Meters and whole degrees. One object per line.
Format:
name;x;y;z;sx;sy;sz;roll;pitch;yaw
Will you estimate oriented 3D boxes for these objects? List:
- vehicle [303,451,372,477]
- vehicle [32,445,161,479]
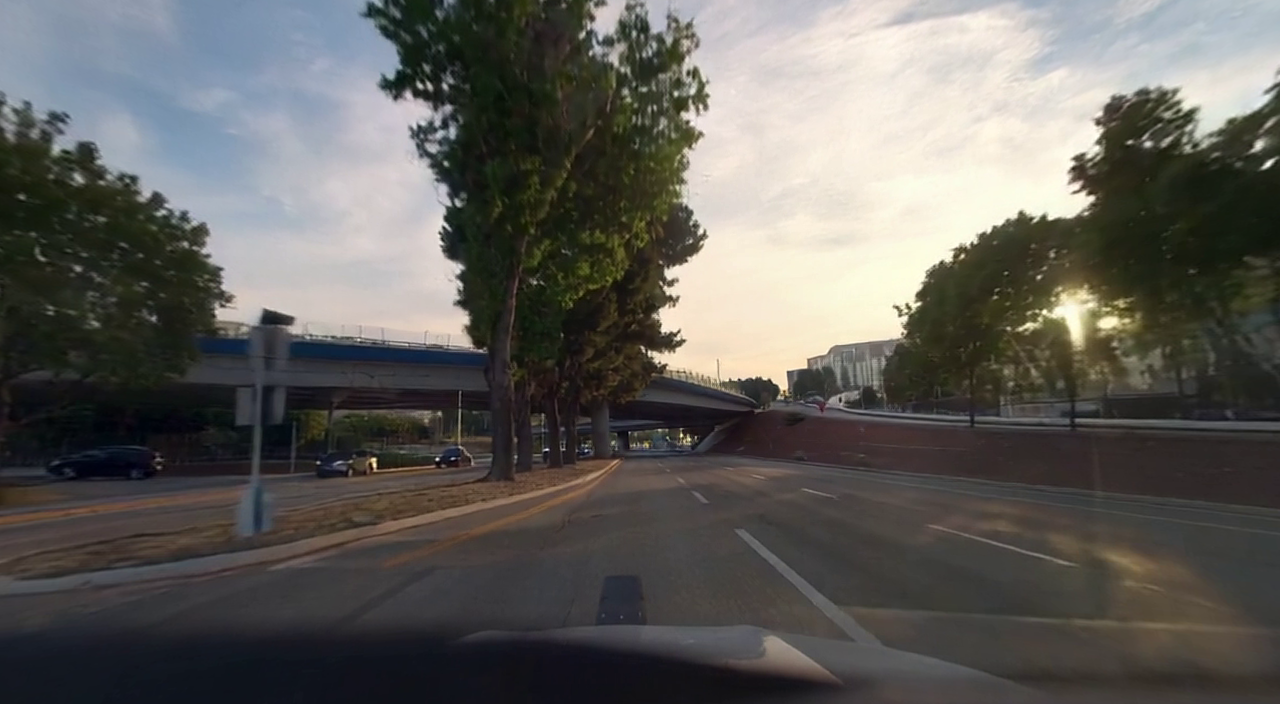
vehicle;-19.047;7.055;39.993;2.001;1.468;4.746;0;-8;0
vehicle;-30.649;6.164;35.834;1.915;1.768;5.060;-5;-10;30
